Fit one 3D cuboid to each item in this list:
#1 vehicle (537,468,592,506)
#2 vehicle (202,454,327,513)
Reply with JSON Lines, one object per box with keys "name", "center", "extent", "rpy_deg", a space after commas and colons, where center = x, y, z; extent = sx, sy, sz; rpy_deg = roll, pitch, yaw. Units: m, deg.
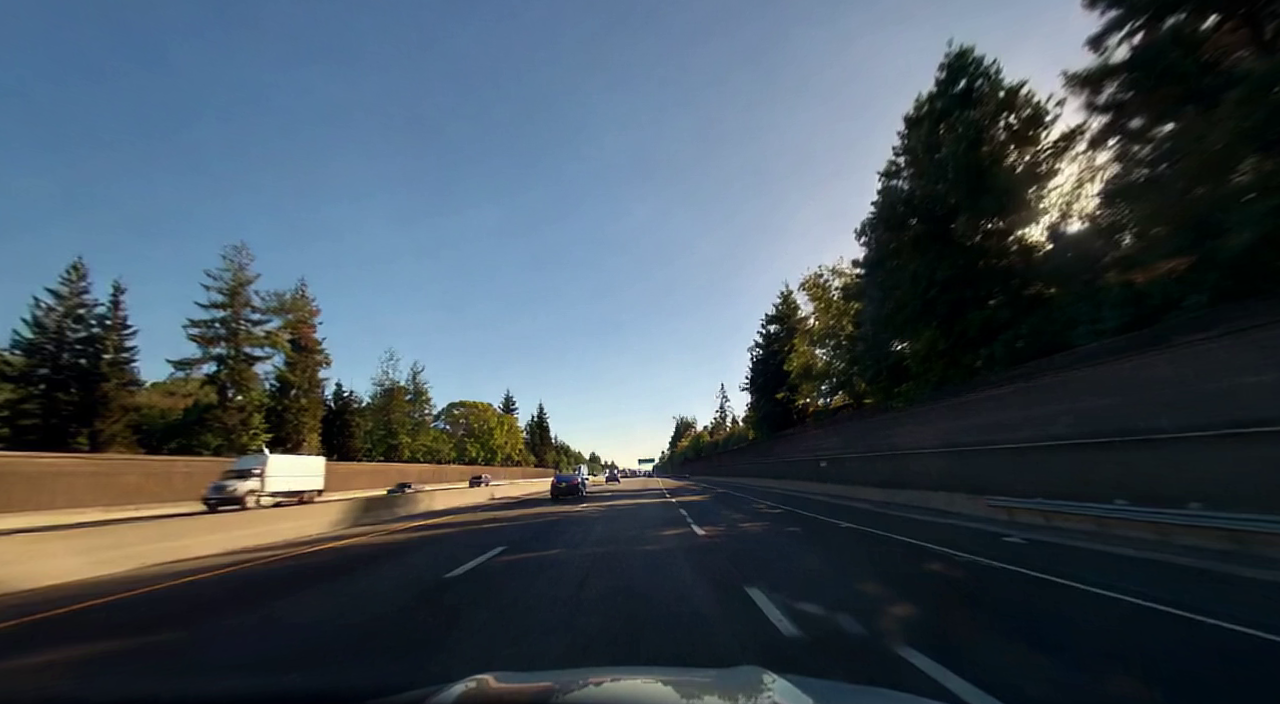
{"name": "vehicle", "center": [-3.201, 5.829, 27.393], "extent": [1.863, 1.486, 3.852], "rpy_deg": [0, -11, 1]}
{"name": "vehicle", "center": [-20.518, 7.237, 34.982], "extent": [2.547, 2.879, 6.735], "rpy_deg": [0, -11, 1]}
